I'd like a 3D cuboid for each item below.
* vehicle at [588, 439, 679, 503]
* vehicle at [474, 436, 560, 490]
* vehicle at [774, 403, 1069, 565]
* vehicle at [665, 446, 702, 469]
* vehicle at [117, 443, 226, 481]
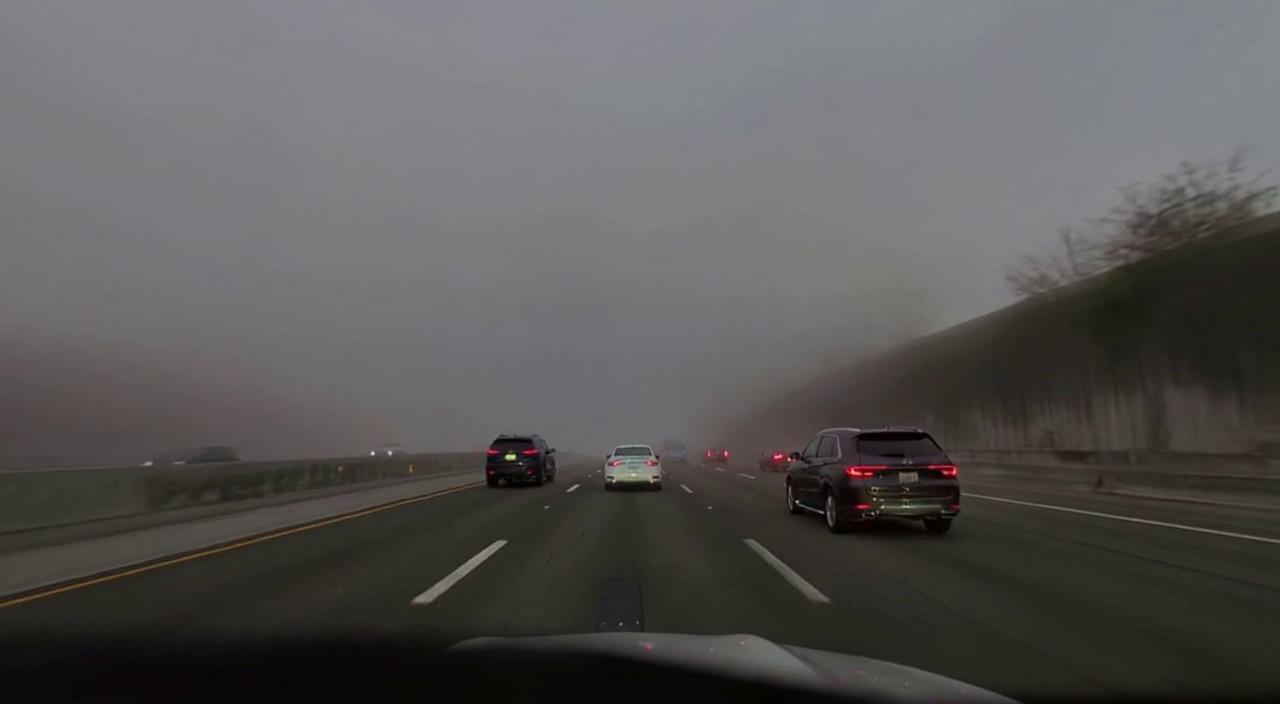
[{"bbox_3d":[-0.207,3.069,16.712,2.098,1.475,3.997,0,-8,-2],"label":"vehicle"},{"bbox_3d":[-4.429,4.088,23.591,2.218,1.776,5.031,0,-8,0],"label":"vehicle"},{"bbox_3d":[3.651,1.822,9.472,2.162,1.800,4.693,0,-9,-1],"label":"vehicle"},{"bbox_3d":[2.989,7.330,44.094,1.998,1.490,4.296,0,-9,-3],"label":"vehicle"},{"bbox_3d":[-21.726,5.087,29.535,1.843,1.590,4.344,0,-9,-2],"label":"vehicle"}]
